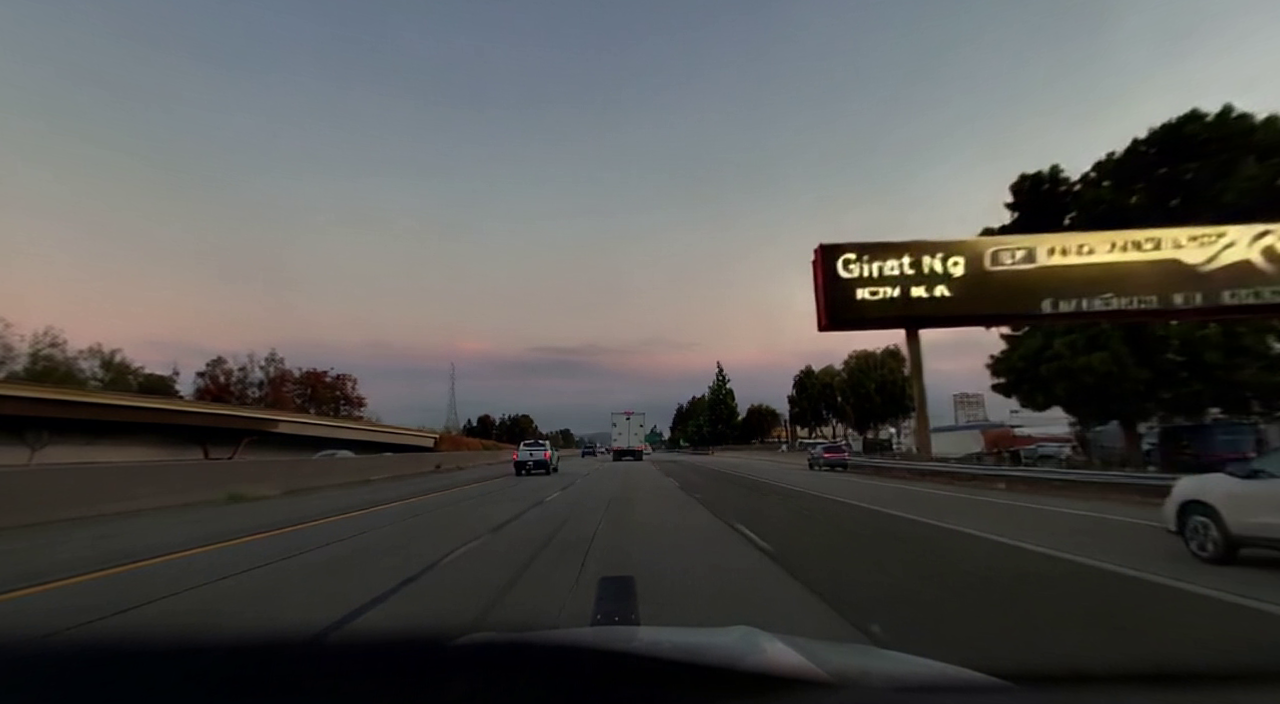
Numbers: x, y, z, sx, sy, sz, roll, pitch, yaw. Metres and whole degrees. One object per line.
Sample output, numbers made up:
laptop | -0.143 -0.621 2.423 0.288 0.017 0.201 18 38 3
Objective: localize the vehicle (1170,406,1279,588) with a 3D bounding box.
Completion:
vehicle | 6.974 1.215 4.952 1.928 1.686 4.182 0 -9 -1

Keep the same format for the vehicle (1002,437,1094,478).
vehicle | 31.574 8.108 48.878 6.081 2.952 2.754 4 -8 -21

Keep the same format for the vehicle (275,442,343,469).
vehicle | -25.465 7.968 48.904 2.251 1.964 5.807 0 -9 -2

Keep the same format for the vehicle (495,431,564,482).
vehicle | -4.489 4.335 26.435 2.095 1.930 4.680 0 -8 0

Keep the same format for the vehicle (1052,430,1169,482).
vehicle | 33.783 7.398 45.319 7.934 3.428 3.258 5 -9 -27
